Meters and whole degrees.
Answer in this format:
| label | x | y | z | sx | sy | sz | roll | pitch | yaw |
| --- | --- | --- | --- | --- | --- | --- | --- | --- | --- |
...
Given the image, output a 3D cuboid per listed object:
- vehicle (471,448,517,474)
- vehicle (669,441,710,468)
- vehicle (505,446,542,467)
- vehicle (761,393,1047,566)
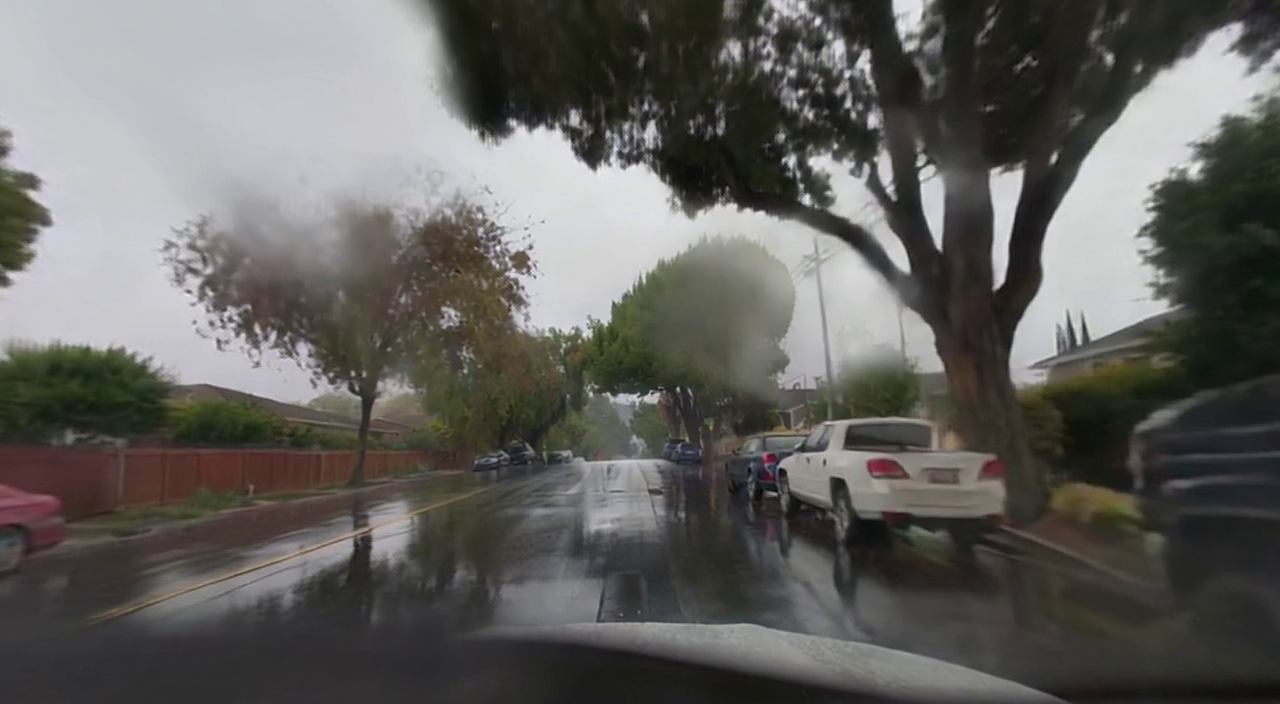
| label | x | y | z | sx | sy | sz | roll | pitch | yaw |
| --- | --- | --- | --- | --- | --- | --- | --- | --- | --- |
| vehicle | -8.795 | 6.581 | 38.479 | 1.937 | 1.427 | 4.510 | 0 | -8 | -3 |
| vehicle | 2.929 | 6.224 | 38.426 | 1.927 | 1.529 | 4.144 | 0 | -8 | -3 |
| vehicle | -9.121 | 8.188 | 49.754 | 2.027 | 1.584 | 4.476 | 0 | -8 | 1 |
| vehicle | 3.149 | 1.635 | 8.807 | 1.928 | 1.751 | 4.537 | 0 | -8 | -1 |
